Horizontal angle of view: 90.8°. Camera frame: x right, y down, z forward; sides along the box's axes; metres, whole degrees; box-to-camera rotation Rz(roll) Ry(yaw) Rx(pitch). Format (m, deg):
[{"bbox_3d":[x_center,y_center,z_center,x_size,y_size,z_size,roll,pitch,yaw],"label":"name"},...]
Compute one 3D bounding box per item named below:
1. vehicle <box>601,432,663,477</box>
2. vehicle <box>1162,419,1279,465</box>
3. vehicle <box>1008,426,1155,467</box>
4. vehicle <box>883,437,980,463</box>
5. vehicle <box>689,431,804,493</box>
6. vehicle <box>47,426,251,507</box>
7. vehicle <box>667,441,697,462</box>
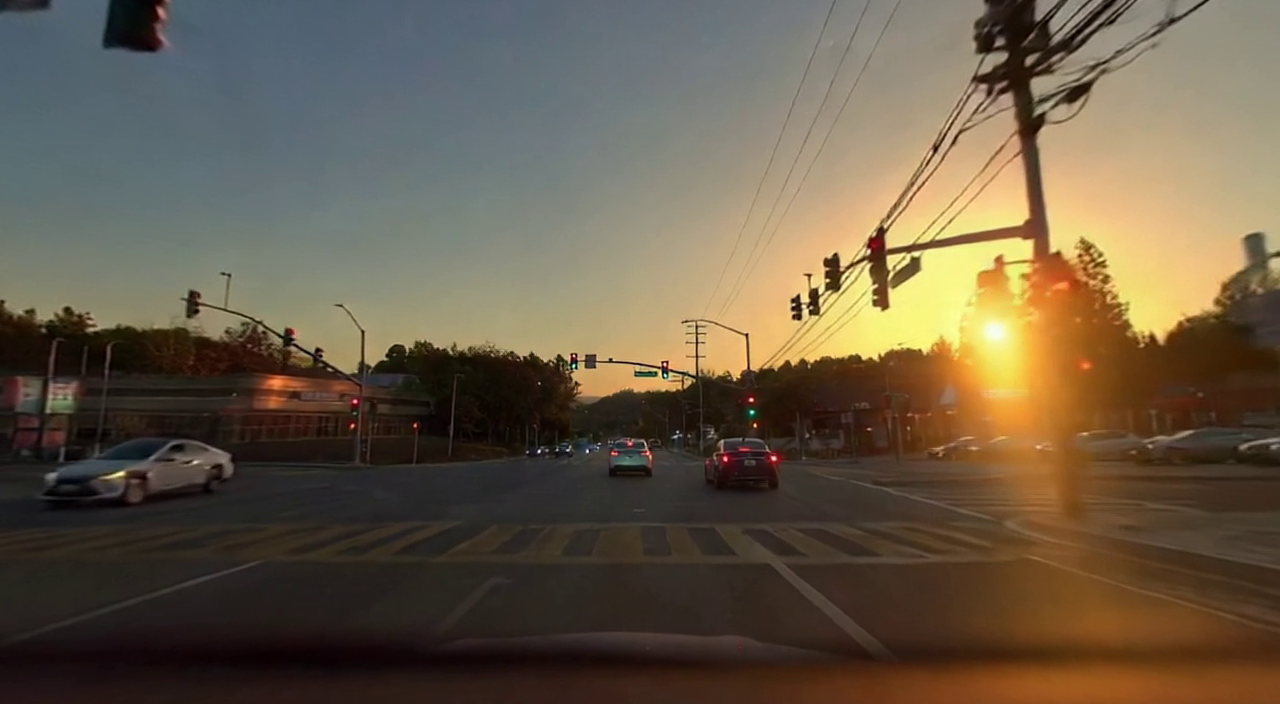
[{"bbox_3d":[-0.287,3.721,23.097,2.065,1.484,3.894,0,-8,-1],"label":"vehicle"},{"bbox_3d":[24.198,3.611,25.436,4.661,1.722,1.895,0,-8,-2],"label":"vehicle"},{"bbox_3d":[17.389,3.749,25.015,4.436,1.503,1.844,0,-8,-2],"label":"vehicle"},{"bbox_3d":[16.984,5.720,36.968,4.749,1.465,1.938,0,-8,-3],"label":"vehicle"},{"bbox_3d":[2.723,2.964,17.413,2.208,1.436,4.542,0,-8,-3],"label":"vehicle"},{"bbox_3d":[-14.339,3.346,18.955,2.233,2.072,4.813,0,-8,-1],"label":"vehicle"},{"bbox_3d":[3.170,7.651,48.691,1.971,1.477,4.121,0,-8,-1],"label":"vehicle"}]
